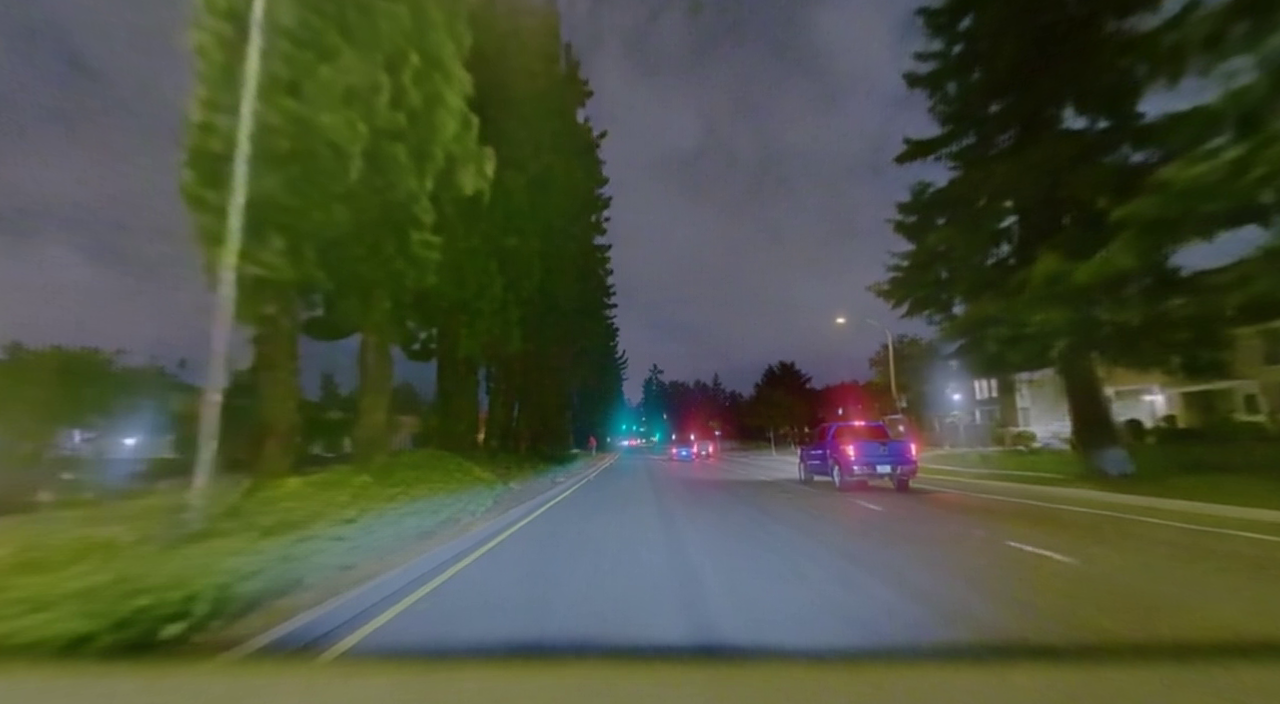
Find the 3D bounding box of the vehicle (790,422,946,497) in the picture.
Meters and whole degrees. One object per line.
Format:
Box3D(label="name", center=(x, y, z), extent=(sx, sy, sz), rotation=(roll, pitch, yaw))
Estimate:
Box3D(label="vehicle", center=(6.135, 2.983, 17.962), extent=(2.262, 1.769, 5.666), rotation=(0, -8, -1))
